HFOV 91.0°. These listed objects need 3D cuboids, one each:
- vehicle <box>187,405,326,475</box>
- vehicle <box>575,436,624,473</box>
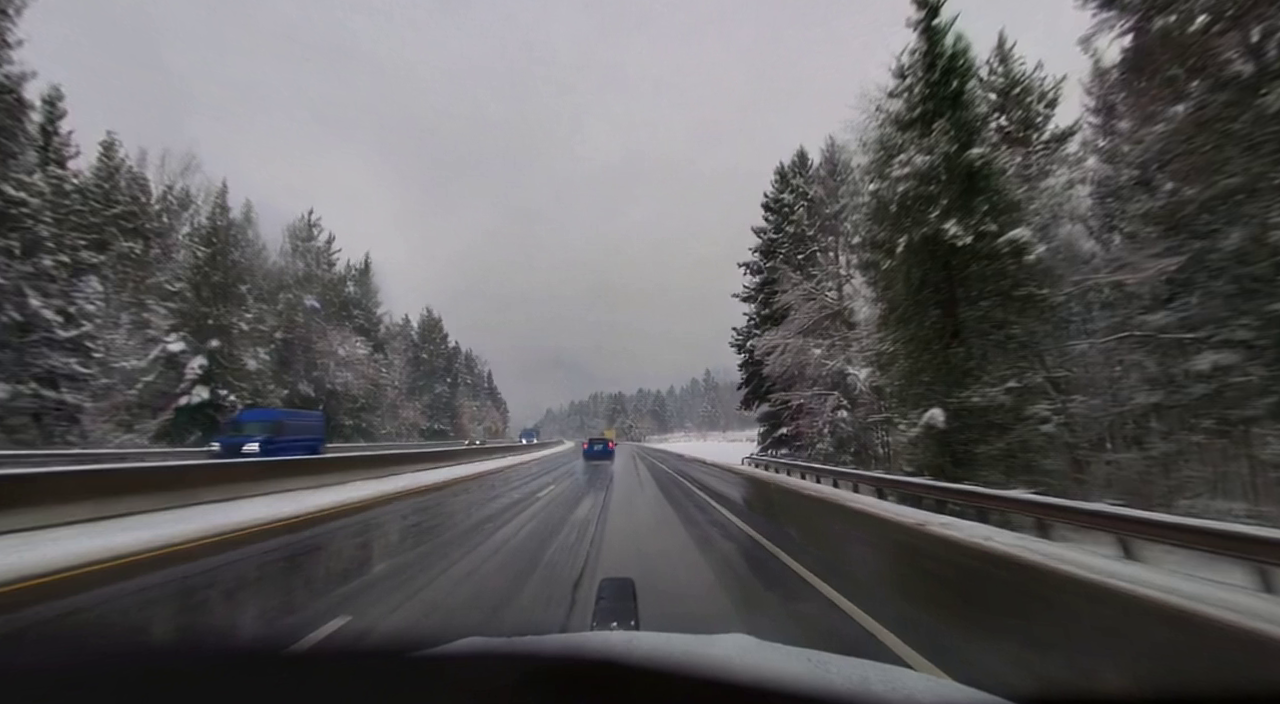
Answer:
[{"bbox_3d":[-15.670,3.655,26.228,2.406,2.571,5.511,0,-8,-2],"label":"vehicle"},{"bbox_3d":[-1.753,4.563,28.325,2.004,1.515,3.968,0,-8,-1],"label":"vehicle"}]
